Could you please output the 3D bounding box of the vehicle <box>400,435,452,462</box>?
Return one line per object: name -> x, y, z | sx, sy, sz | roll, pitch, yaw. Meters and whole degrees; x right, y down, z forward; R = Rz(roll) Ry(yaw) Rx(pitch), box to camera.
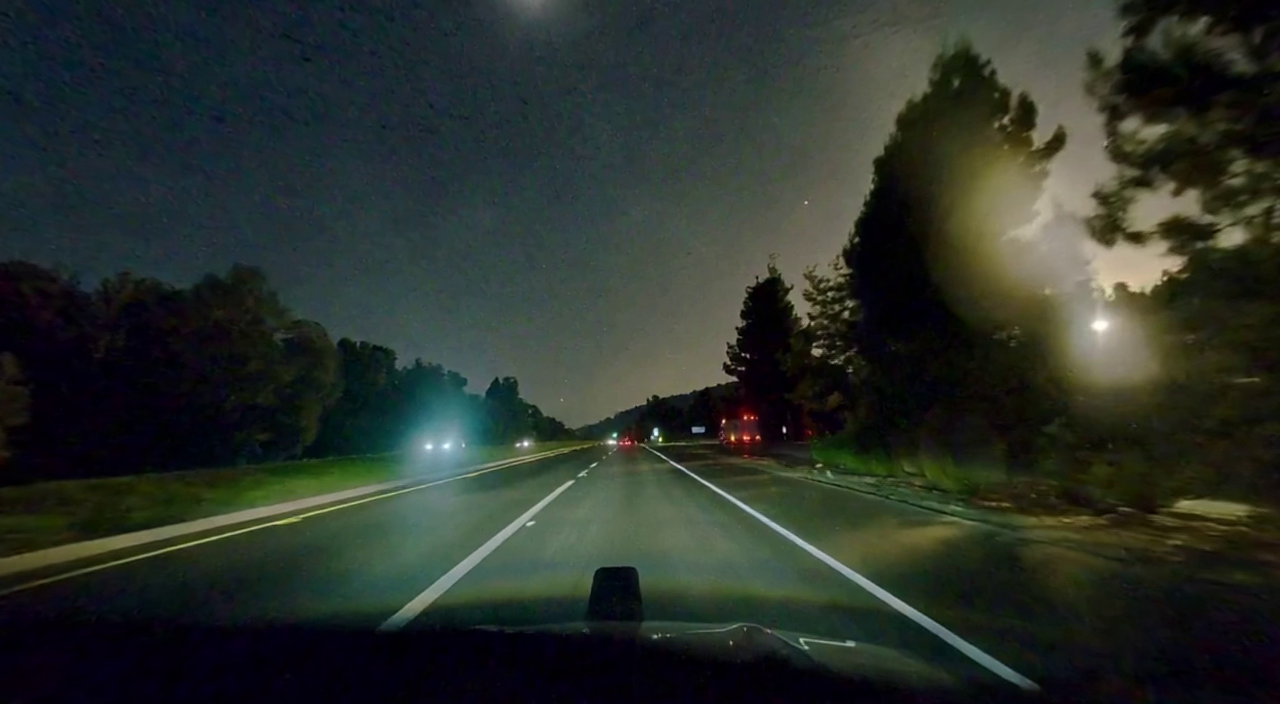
vehicle -> -13.235, 5.989, 39.285 | 1.864, 1.538, 4.008 | 0, -8, -1
